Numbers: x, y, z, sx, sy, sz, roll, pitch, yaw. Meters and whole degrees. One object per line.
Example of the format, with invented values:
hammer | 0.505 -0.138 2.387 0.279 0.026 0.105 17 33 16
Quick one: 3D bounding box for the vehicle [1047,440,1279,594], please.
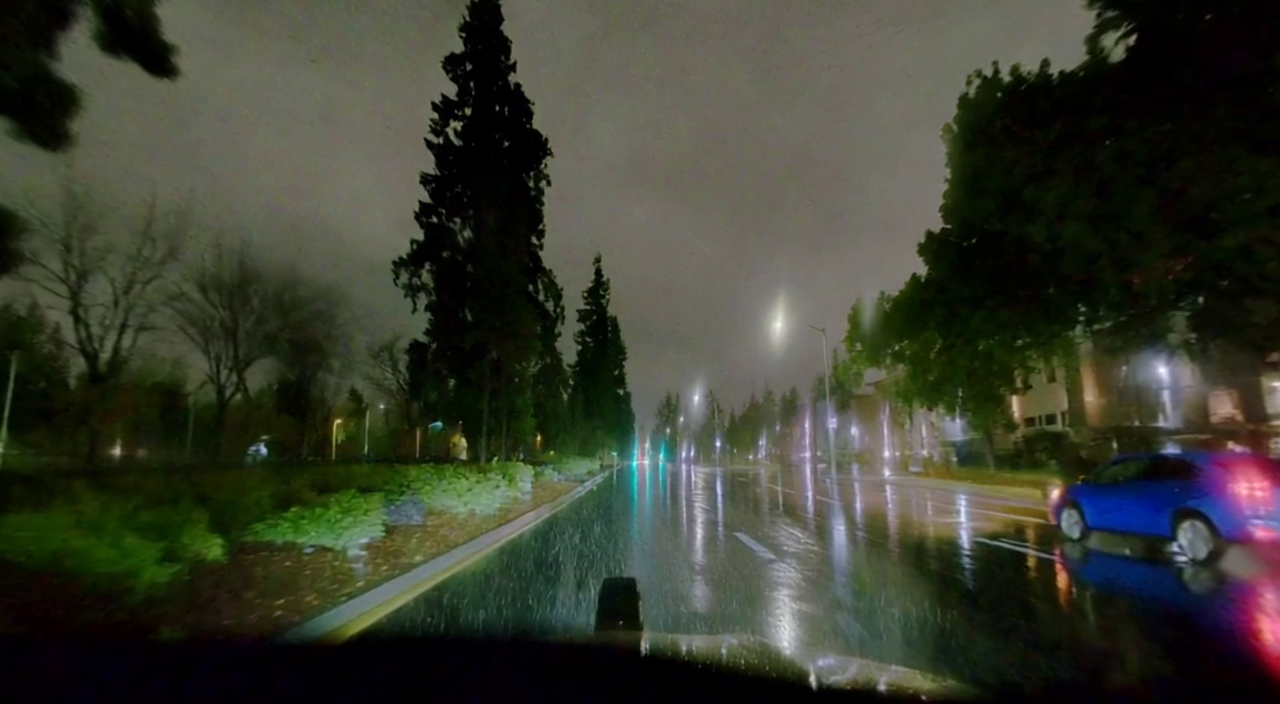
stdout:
vehicle | 7.250 1.910 8.029 1.797 1.518 3.433 0 -9 -1
